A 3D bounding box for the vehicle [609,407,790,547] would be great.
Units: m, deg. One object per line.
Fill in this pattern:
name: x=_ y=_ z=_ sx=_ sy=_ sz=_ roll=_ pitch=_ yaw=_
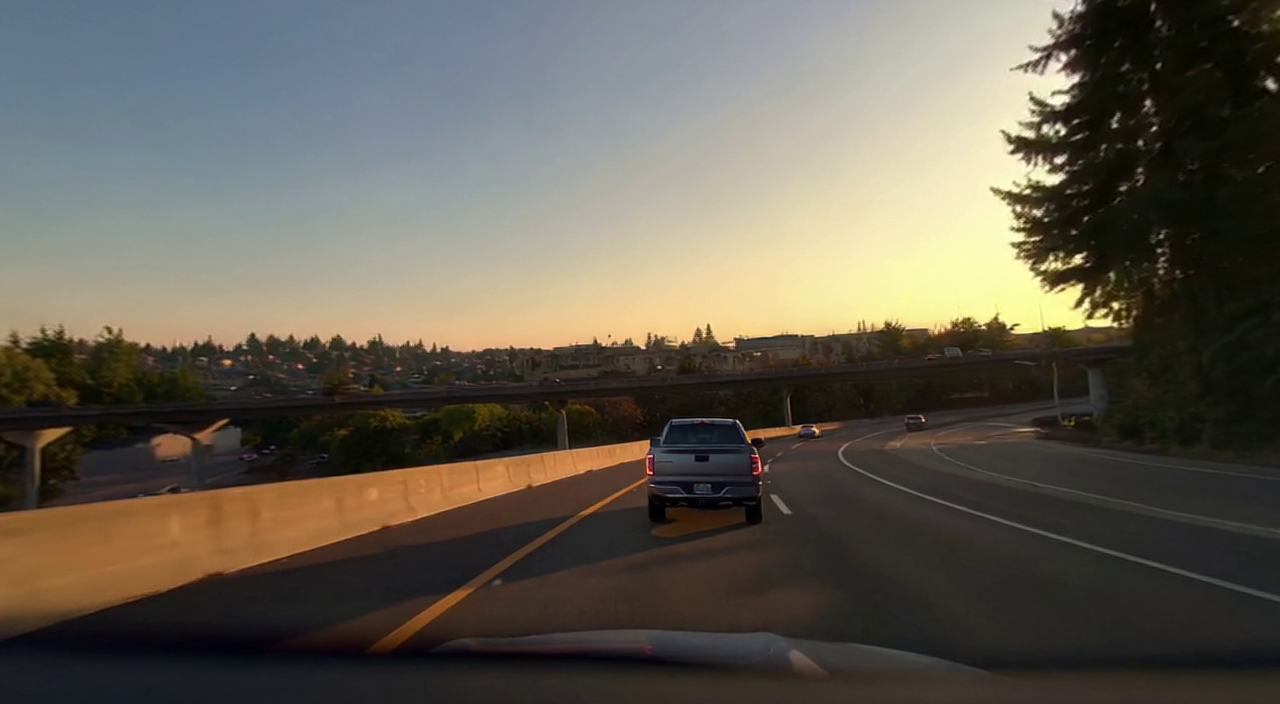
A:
vehicle: x=0.923 y=1.892 z=10.140 sx=2.235 sy=1.716 sz=4.435 roll=-1 pitch=-9 yaw=5
